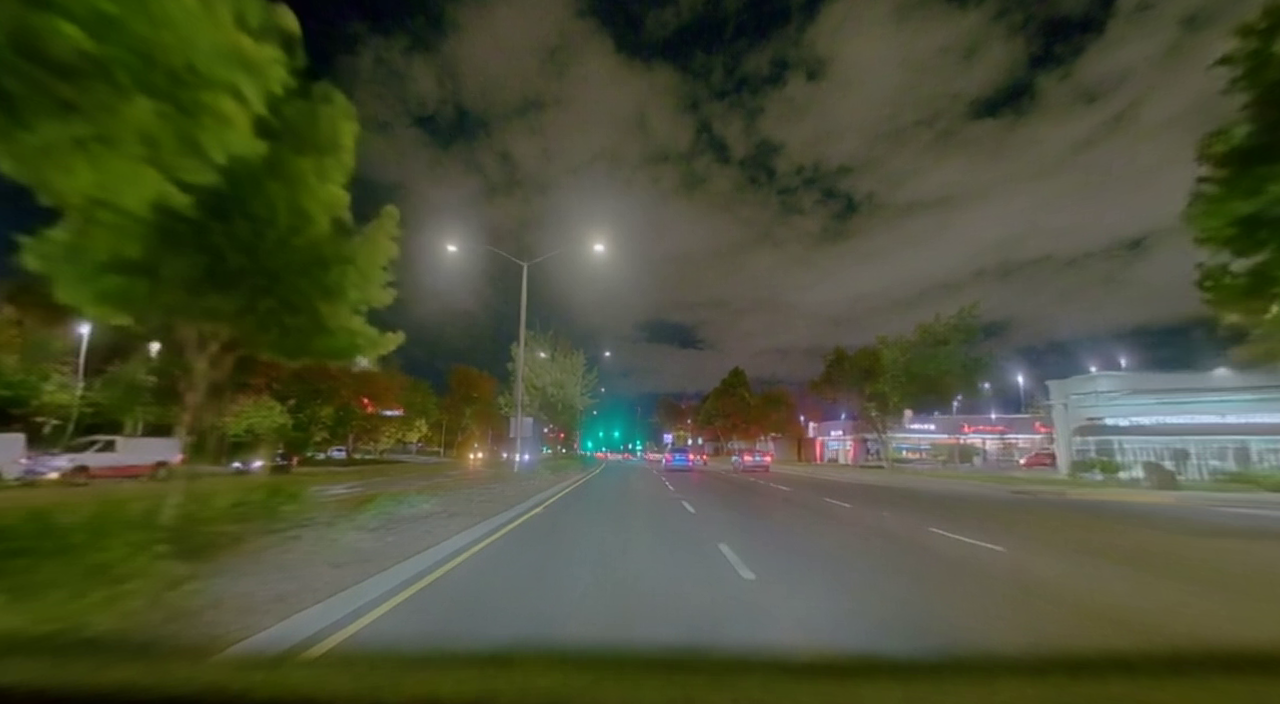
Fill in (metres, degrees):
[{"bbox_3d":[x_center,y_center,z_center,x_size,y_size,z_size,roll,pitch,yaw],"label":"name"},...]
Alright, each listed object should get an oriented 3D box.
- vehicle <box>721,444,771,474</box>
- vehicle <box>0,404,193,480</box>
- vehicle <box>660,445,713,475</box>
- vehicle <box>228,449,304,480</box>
[{"bbox_3d":[5.894,5.973,35.340,1.886,1.528,4.169,0,-9,-3],"label":"vehicle"},{"bbox_3d":[-26.311,4.208,29.375,8.121,3.260,2.889,2,-9,-11],"label":"vehicle"},{"bbox_3d":[2.369,5.696,33.351,2.256,1.451,4.313,0,-9,-3],"label":"vehicle"},{"bbox_3d":[-20.000,6.010,33.878,1.730,1.516,3.847,0,-9,-1],"label":"vehicle"}]
